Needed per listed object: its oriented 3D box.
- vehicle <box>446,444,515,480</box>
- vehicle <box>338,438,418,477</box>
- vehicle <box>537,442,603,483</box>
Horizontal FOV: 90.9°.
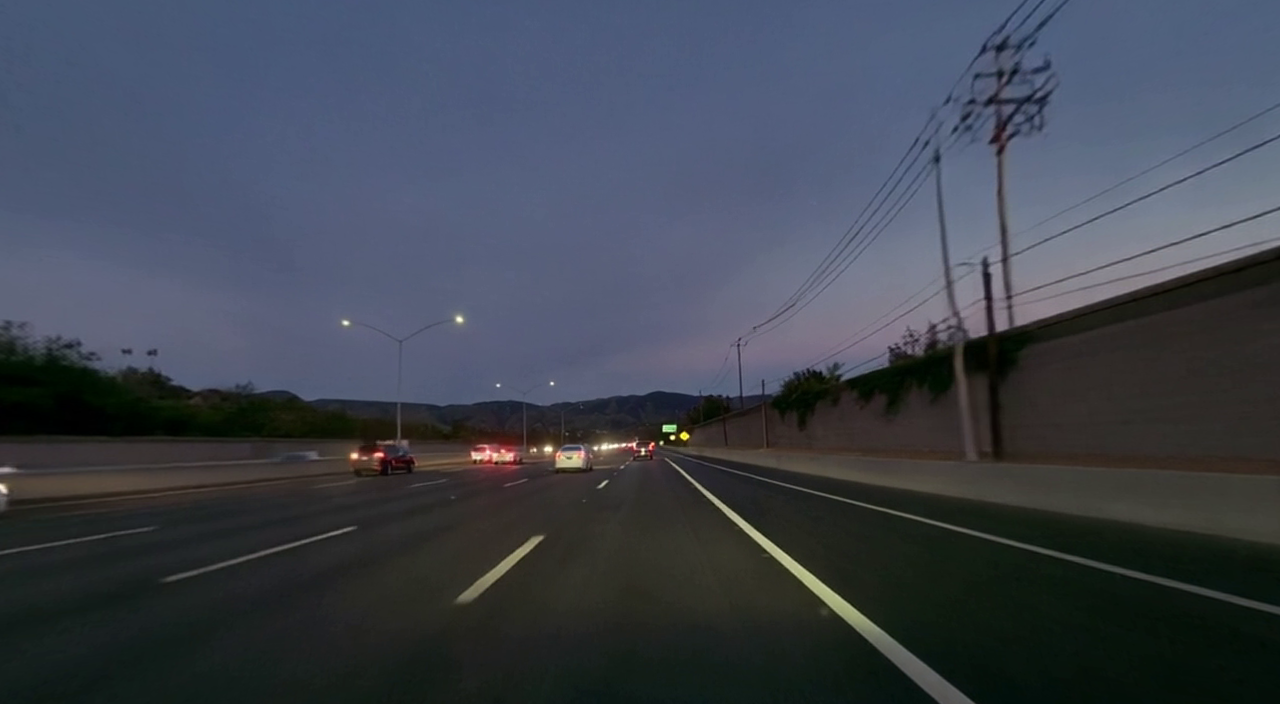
[{"bbox_3d":[-7.081,4.909,28.433,1.899,1.472,4.202,0,-9,2],"label":"vehicle"},{"bbox_3d":[-14.209,5.755,34.619,2.172,1.946,5.017,0,-9,1],"label":"vehicle"},{"bbox_3d":[-2.664,4.345,25.113,2.064,1.446,4.409,0,-9,1],"label":"vehicle"}]
